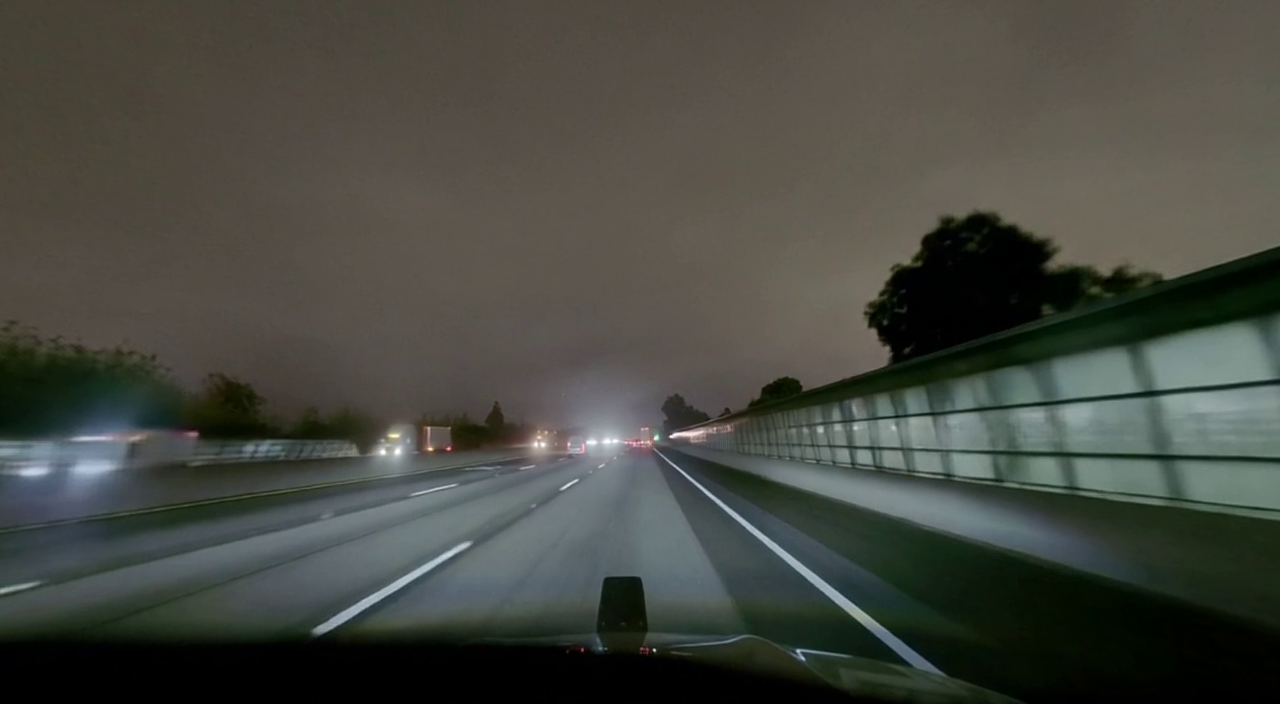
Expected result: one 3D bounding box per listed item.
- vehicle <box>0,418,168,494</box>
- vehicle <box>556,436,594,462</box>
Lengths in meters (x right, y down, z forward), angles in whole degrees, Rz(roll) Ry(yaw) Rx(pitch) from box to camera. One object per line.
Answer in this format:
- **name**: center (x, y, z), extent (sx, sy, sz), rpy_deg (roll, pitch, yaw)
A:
- **vehicle**: center (-20.245, 3.640, 22.326), extent (2.251, 2.311, 5.834), rpy_deg (0, -8, 0)
- **vehicle**: center (-4.216, 6.404, 41.509), extent (2.063, 1.598, 4.189), rpy_deg (0, -8, 0)
